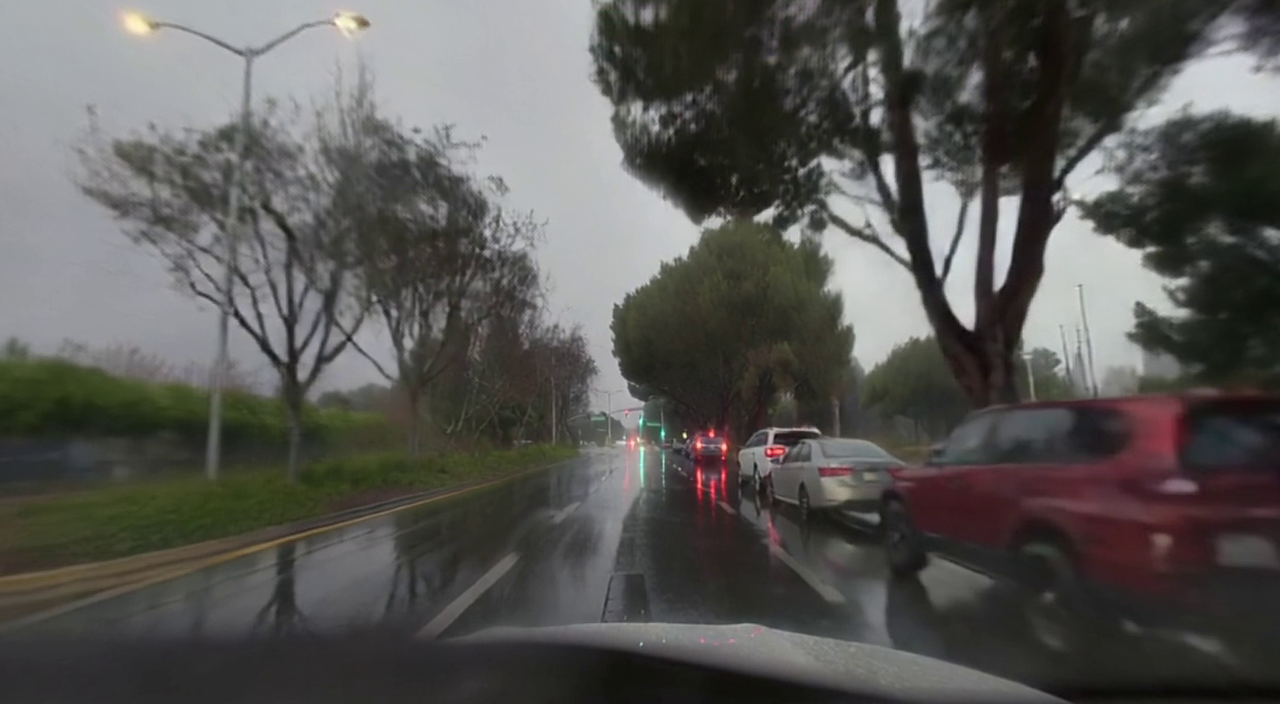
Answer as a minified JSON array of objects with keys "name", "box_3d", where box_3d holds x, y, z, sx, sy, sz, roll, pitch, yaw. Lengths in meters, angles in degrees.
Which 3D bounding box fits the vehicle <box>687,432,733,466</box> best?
[{"name":"vehicle","box_3d":[4.174,5.876,38.415,2.226,1.889,4.543,0,-8,-1]}]

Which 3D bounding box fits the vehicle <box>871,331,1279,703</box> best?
[{"name":"vehicle","box_3d":[3.596,1.117,4.660,2.144,1.848,4.159,0,-8,0]}]

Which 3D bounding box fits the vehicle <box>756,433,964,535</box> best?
[{"name":"vehicle","box_3d":[3.672,2.279,11.649,2.068,1.461,4.653,0,-8,-1]}]
